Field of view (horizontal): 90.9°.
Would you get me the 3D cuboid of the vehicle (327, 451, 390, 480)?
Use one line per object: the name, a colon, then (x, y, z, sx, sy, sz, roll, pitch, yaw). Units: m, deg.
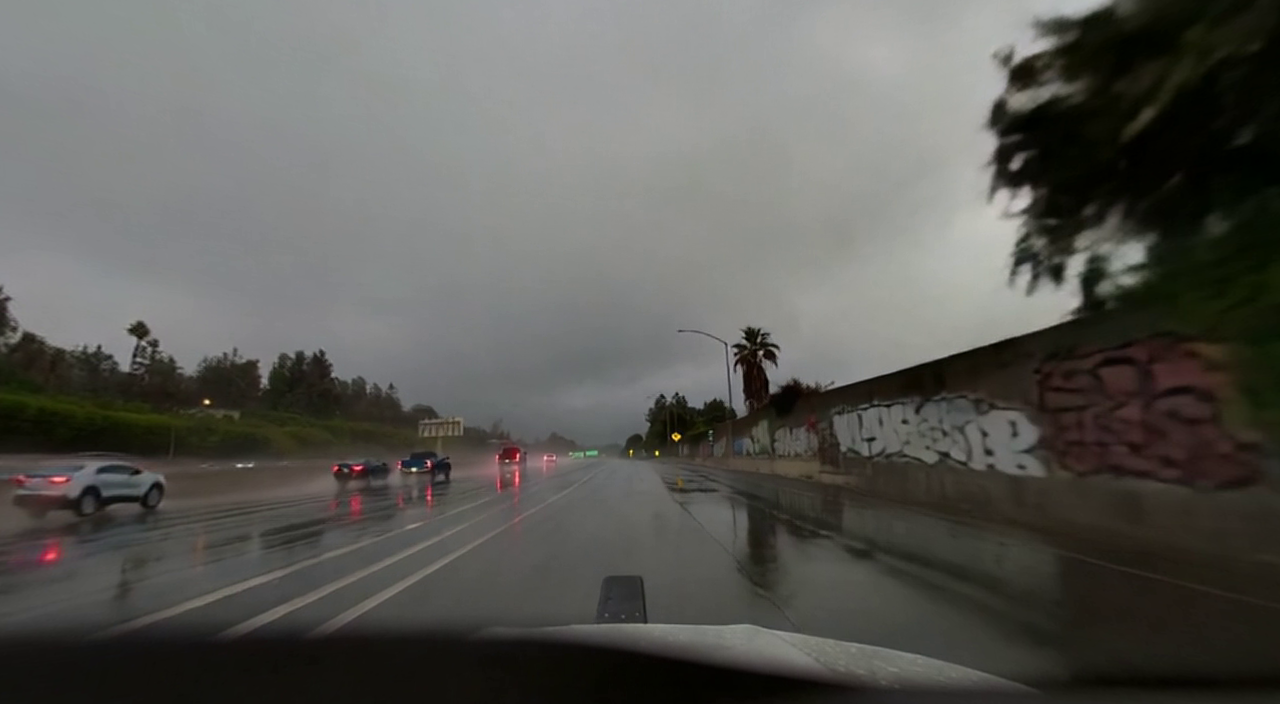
vehicle: (-18.799, 7.583, 42.400, 2.078, 1.802, 4.723, 0, -9, -1)

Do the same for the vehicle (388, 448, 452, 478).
vehicle: (-14.928, 7.563, 43.235, 2.272, 1.882, 5.941, 0, -9, -1)

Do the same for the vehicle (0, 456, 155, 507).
vehicle: (-22.803, 5.143, 25.596, 2.158, 1.795, 5.013, 0, -9, 0)
